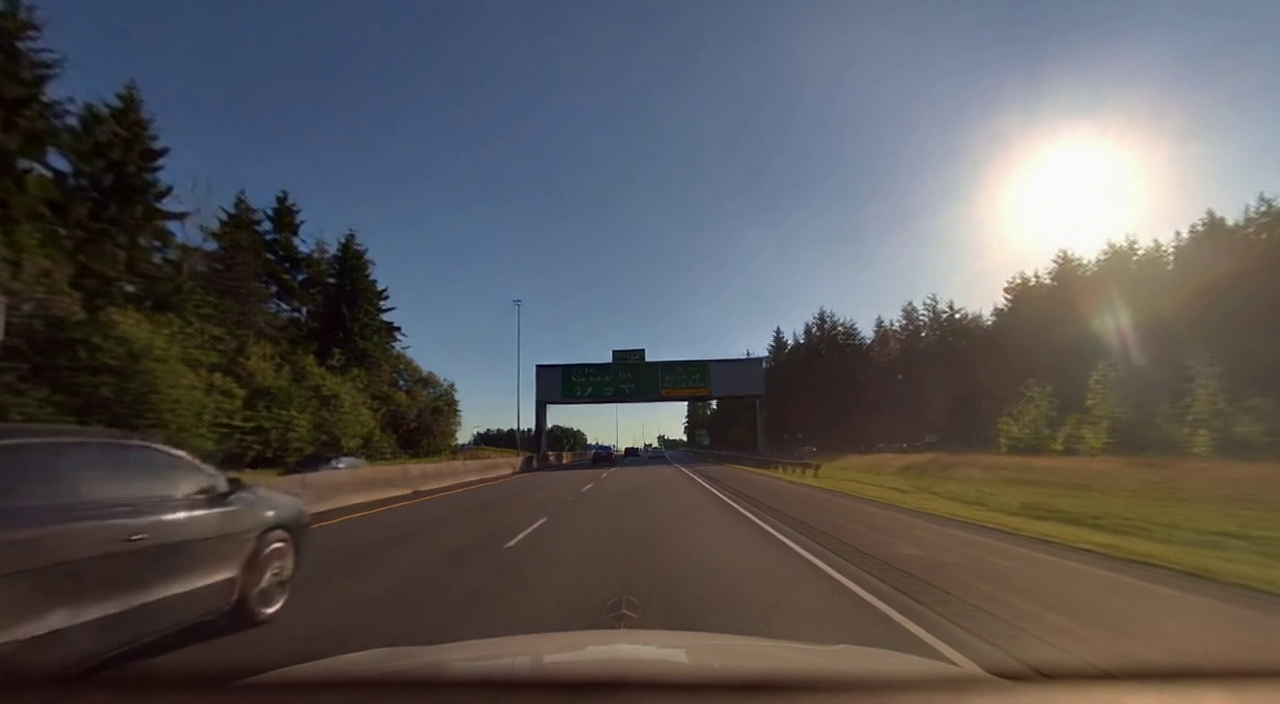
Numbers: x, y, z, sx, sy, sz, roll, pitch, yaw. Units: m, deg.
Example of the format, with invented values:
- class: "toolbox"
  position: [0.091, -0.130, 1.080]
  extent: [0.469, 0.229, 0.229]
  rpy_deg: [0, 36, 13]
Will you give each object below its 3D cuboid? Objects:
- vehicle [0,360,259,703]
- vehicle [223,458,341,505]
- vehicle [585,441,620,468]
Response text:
- class: "vehicle"
  position: [-3.663, 0.795, 2.137]
  extent: [2.037, 1.638, 4.274]
  rpy_deg: [0, -9, 0]
- class: "vehicle"
  position: [-12.364, 4.474, 22.109]
  extent: [1.750, 1.402, 3.988]
  rpy_deg: [0, -9, 1]
- class: "vehicle"
  position: [-2.606, 7.325, 45.312]
  extent: [2.143, 1.853, 4.123]
  rpy_deg: [0, -9, 2]
